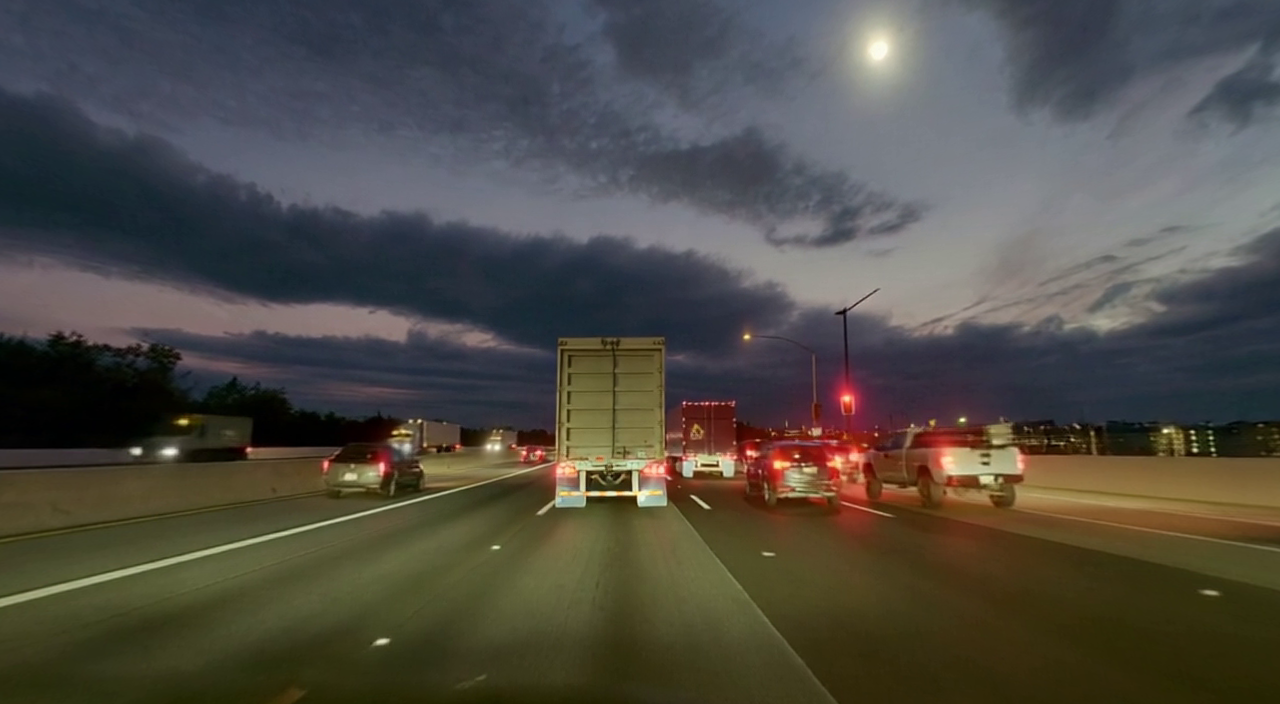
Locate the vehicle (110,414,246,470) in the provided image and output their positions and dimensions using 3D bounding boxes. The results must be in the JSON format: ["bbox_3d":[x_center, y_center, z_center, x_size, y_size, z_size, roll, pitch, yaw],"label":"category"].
[{"bbox_3d":[-23.701,4.710,32.851,2.694,2.597,5.906,0,-9,-2],"label":"vehicle"}]

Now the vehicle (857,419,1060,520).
[{"bbox_3d":[6.885,2.590,14.388,2.070,1.888,4.546,0,-9,-2],"label":"vehicle"}]

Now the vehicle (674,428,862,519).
[{"bbox_3d":[3.180,3.759,21.115,2.869,1.940,14.755,0,-9,-2],"label":"vehicle"}]

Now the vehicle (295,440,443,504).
[{"bbox_3d":[-7.142,3.194,17.308,1.973,1.471,4.779,0,-9,0],"label":"vehicle"}]

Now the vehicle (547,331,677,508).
[{"bbox_3d":[-0.668,2.312,19.795,2.906,4.040,10.743,0,-9,0],"label":"vehicle"}]
